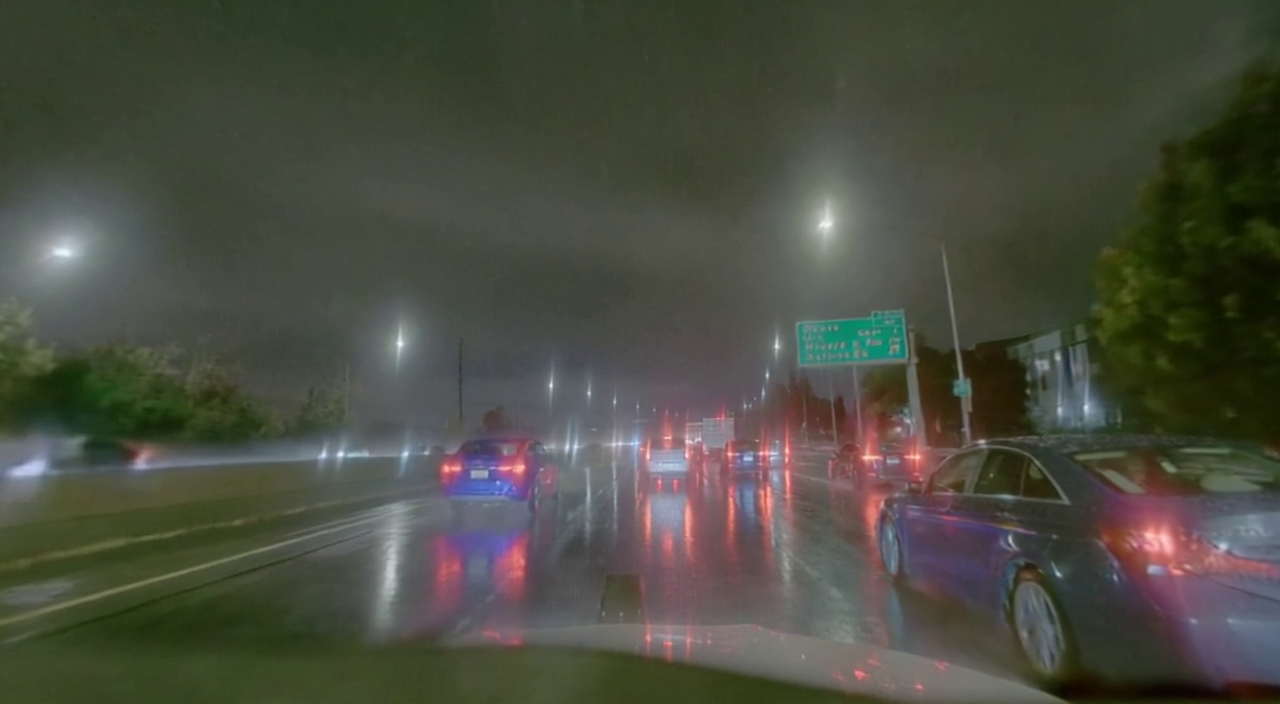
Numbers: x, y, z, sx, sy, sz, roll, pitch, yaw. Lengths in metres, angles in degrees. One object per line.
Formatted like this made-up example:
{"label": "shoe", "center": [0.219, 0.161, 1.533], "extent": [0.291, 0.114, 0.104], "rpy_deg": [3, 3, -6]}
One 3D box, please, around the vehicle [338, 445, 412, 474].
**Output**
{"label": "vehicle", "center": [-14.841, 6.030, 35.537], "extent": [1.881, 1.502, 4.680], "rpy_deg": [-1, -9, 3]}

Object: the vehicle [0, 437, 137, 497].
{"label": "vehicle", "center": [-19.009, 3.609, 20.079], "extent": [1.993, 1.680, 4.505], "rpy_deg": [0, -9, 3]}

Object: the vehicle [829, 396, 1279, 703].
{"label": "vehicle", "center": [3.029, 1.241, 4.385], "extent": [2.009, 1.489, 4.559], "rpy_deg": [0, -9, 0]}

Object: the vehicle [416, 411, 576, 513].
{"label": "vehicle", "center": [-3.094, 2.565, 15.057], "extent": [2.434, 1.965, 5.305], "rpy_deg": [0, -9, 1]}

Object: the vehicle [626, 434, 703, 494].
{"label": "vehicle", "center": [0.713, 3.320, 18.938], "extent": [2.074, 1.614, 3.803], "rpy_deg": [0, -9, 2]}

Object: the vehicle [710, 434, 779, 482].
{"label": "vehicle", "center": [3.980, 4.107, 24.656], "extent": [2.076, 1.684, 4.241], "rpy_deg": [0, -9, 2]}
